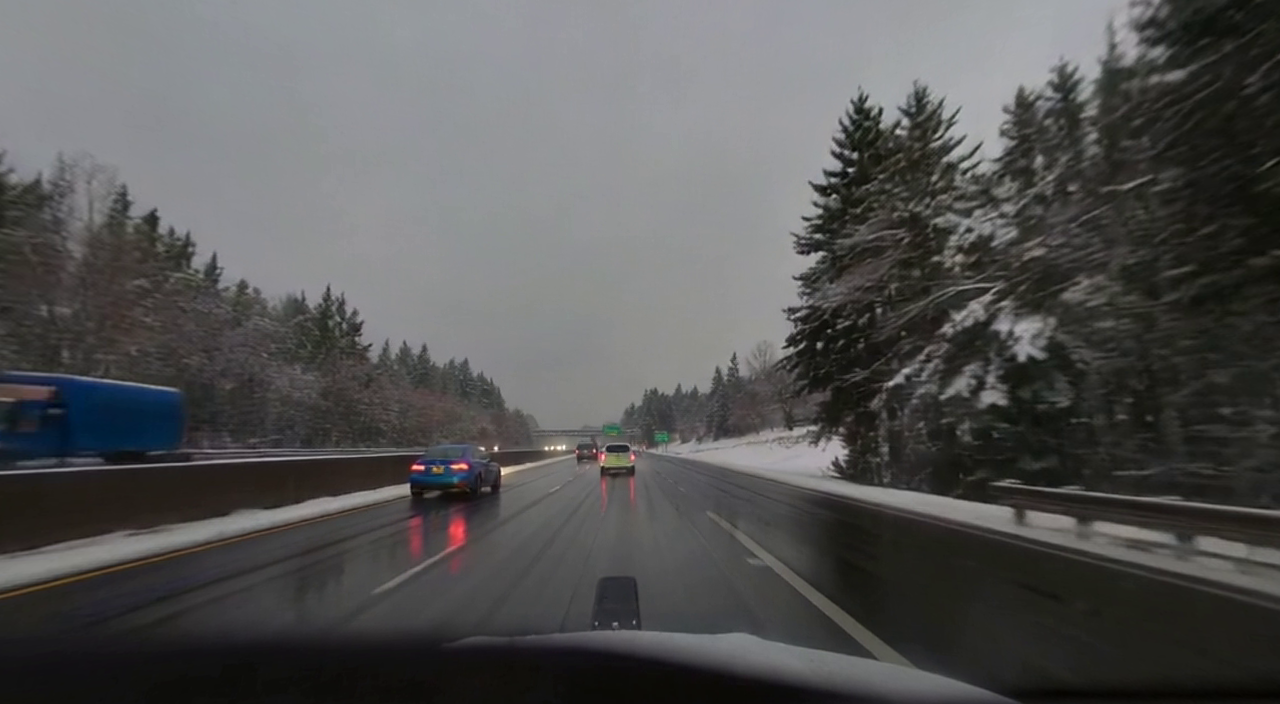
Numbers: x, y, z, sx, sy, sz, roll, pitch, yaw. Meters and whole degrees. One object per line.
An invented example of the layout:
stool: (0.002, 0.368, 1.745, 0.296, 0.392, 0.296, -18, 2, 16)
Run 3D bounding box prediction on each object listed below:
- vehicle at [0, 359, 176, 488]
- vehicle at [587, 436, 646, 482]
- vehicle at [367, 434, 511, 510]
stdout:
vehicle: (-18.403, 2.247, 18.809, 2.771, 3.371, 8.087, 0, -9, -1)
vehicle: (-0.934, 4.352, 25.768, 2.220, 1.711, 4.056, 0, -9, -1)
vehicle: (-4.781, 2.921, 15.776, 2.103, 1.588, 4.709, 0, -9, 0)
